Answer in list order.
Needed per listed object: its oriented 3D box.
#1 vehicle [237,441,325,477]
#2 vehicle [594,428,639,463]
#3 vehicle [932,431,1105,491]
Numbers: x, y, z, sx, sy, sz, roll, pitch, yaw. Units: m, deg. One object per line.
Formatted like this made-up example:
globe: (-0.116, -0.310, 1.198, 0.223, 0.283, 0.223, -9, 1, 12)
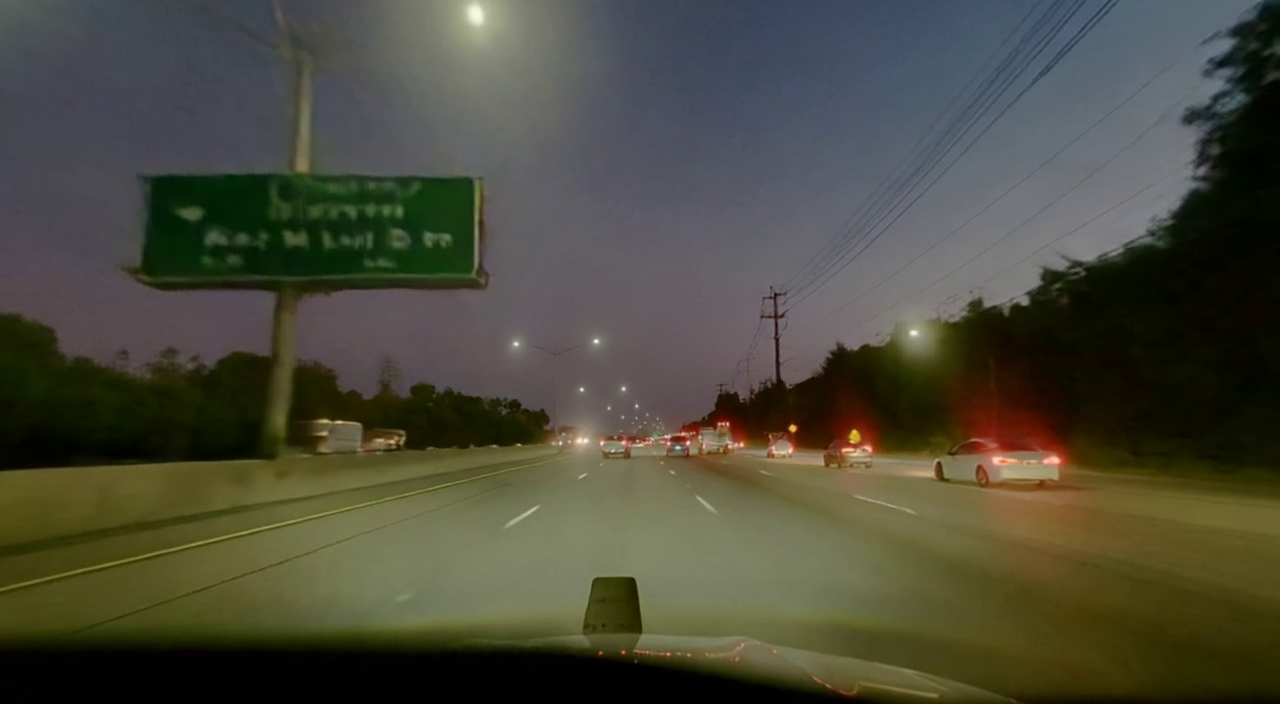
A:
vehicle: (-17.789, 5.289, 31.482, 1.846, 1.611, 4.293, 0, -8, 0)
vehicle: (-1.389, 5.881, 39.692, 2.508, 2.023, 6.176, 0, -8, 1)
vehicle: (10.609, 3.069, 18.173, 2.076, 1.470, 4.644, 0, -8, -1)
